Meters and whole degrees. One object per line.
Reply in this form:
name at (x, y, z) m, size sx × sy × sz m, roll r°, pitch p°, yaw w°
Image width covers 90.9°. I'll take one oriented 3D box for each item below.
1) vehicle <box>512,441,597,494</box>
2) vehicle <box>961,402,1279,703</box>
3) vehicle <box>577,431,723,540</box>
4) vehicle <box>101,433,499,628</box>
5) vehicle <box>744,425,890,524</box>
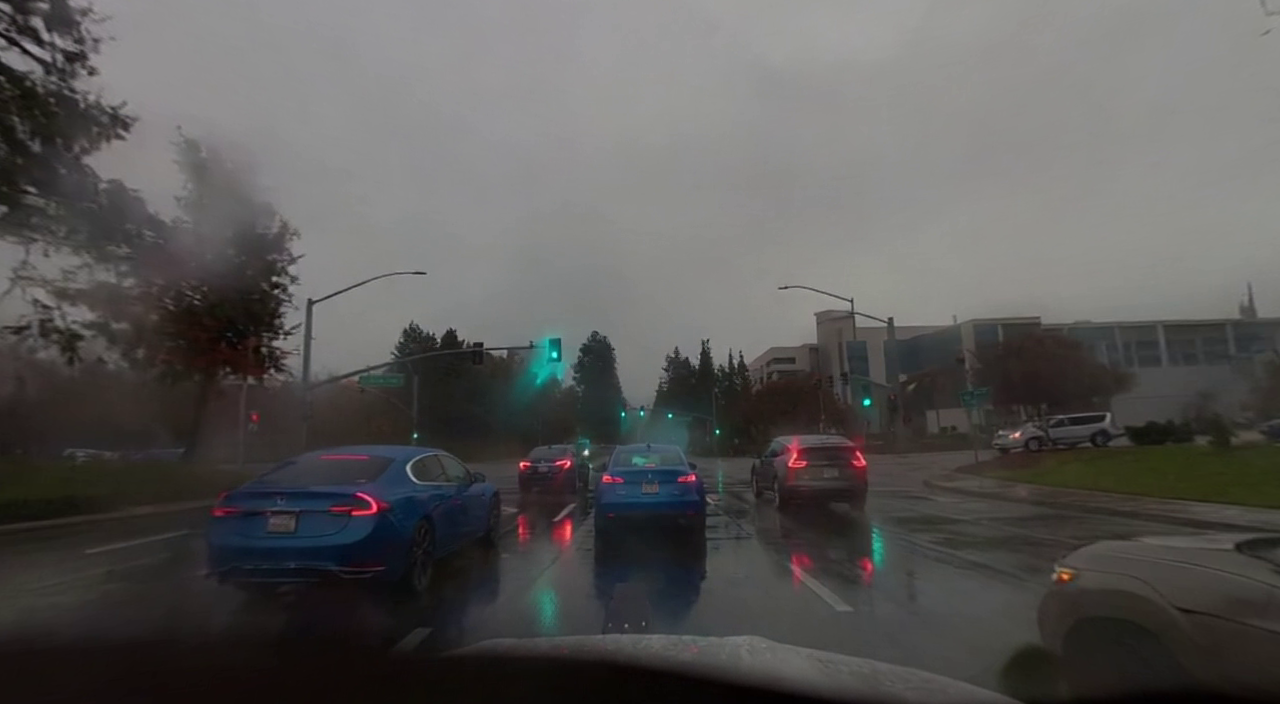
vehicle at (-2.707, 3.773, 20.981) m, size 2.089 × 1.537 × 4.073 m, roll -1°, pitch -9°, yaw 2°
vehicle at (3.322, 0.934, 2.208) m, size 1.951 × 1.522 × 4.614 m, roll 0°, pitch -8°, yaw 0°
vehicle at (0.137, 2.286, 11.436) m, size 2.144 × 1.563 × 4.218 m, roll 0°, pitch -8°, yaw 0°
vehicle at (-3.133, 1.711, 7.135) m, size 2.015 × 1.478 × 4.407 m, roll 0°, pitch -8°, yaw 0°
vehicle at (3.495, 2.490, 13.328) m, size 1.938 × 1.732 × 4.006 m, roll 1°, pitch -8°, yaw 0°
